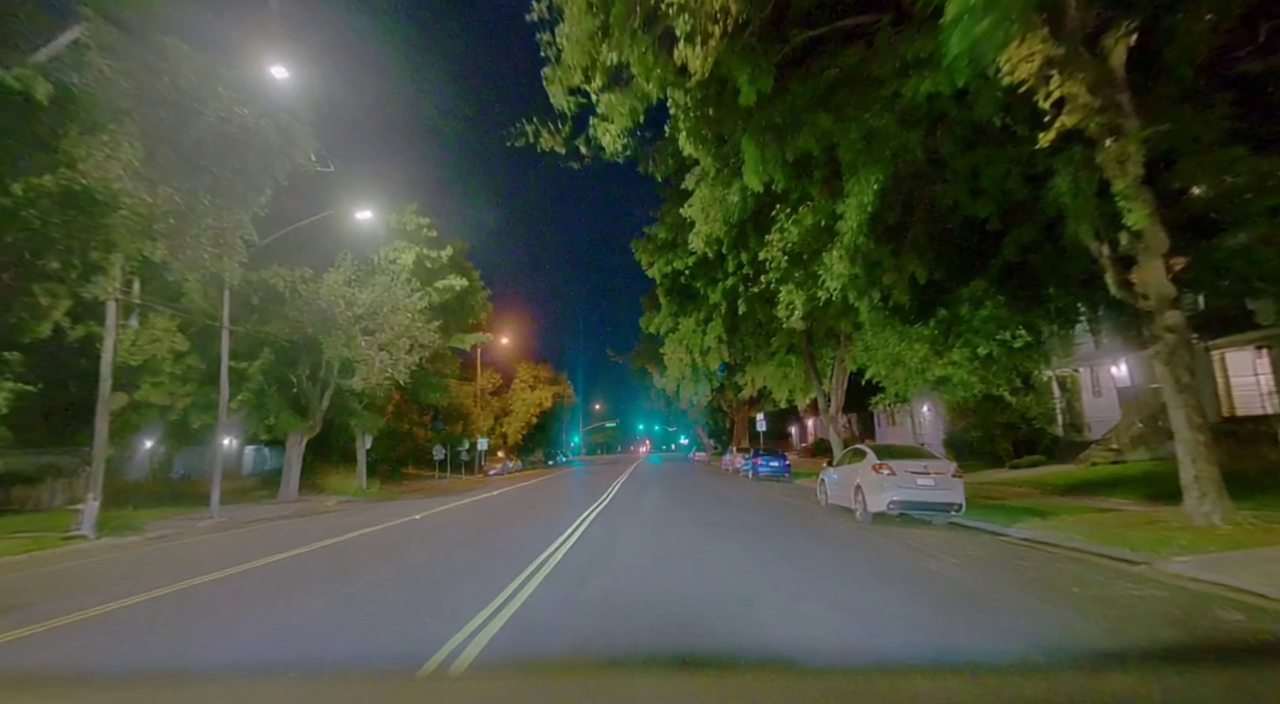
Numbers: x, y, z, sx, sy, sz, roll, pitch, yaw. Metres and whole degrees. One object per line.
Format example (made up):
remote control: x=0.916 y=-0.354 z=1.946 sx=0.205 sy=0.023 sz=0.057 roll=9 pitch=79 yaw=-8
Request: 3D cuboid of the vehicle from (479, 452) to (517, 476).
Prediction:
vehicle: x=-10.378 y=8.216 z=46.403 sx=1.845 sy=1.626 sz=4.105 roll=0 pitch=-8 yaw=-1

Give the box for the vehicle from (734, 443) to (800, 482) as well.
vehicle: x=5.247 y=4.602 z=26.657 sx=1.924 sy=1.516 sz=4.163 roll=0 pitch=-8 yaw=0

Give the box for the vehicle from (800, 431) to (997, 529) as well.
vehicle: x=4.771 y=2.413 z=12.568 sx=1.934 sy=1.573 sz=4.547 roll=0 pitch=-8 yaw=-1

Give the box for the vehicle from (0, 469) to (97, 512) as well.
vehicle: x=-23.317 y=5.149 z=23.572 sx=4.410 sy=1.440 sz=1.838 roll=0 pitch=-8 yaw=1
